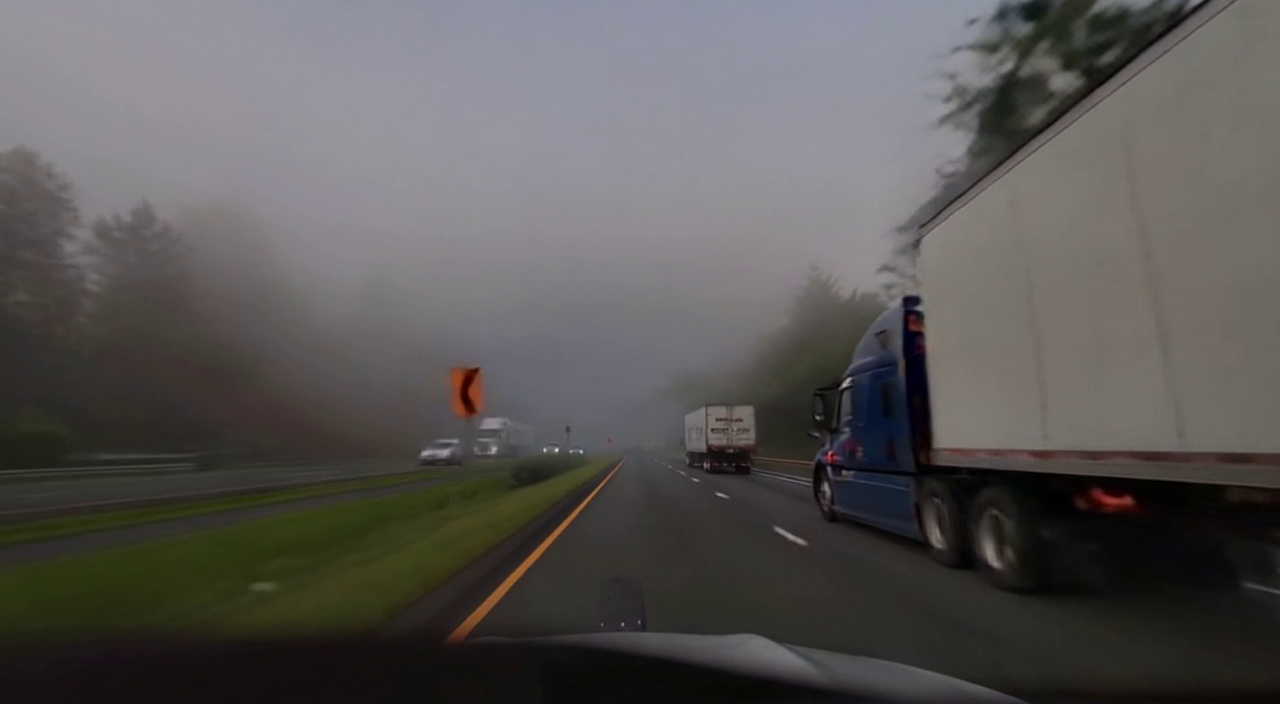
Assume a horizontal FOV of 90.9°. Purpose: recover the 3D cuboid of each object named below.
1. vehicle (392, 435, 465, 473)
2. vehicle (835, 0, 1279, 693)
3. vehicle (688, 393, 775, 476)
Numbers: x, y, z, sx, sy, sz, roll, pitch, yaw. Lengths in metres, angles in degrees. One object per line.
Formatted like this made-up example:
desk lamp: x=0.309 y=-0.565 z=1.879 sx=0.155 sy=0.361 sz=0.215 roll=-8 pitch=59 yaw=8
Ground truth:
vehicle: x=-9.944 y=4.826 z=29.963 sx=1.858 sy=1.645 sz=4.182 roll=0 pitch=-9 yaw=2
vehicle: x=4.981 y=-0.117 z=3.973 sx=2.929 sy=4.093 sz=14.258 roll=0 pitch=-9 yaw=0
vehicle: x=5.023 y=5.134 z=38.094 sx=2.983 sy=4.030 sz=14.444 roll=0 pitch=-9 yaw=0
